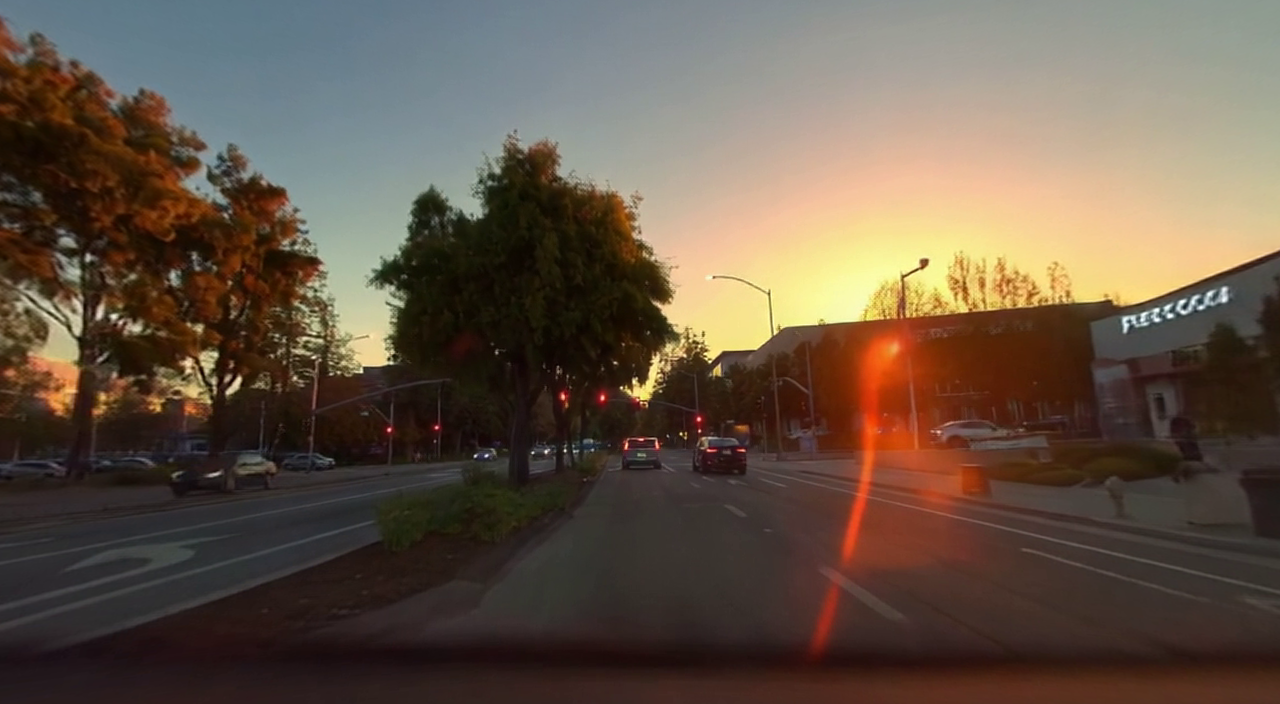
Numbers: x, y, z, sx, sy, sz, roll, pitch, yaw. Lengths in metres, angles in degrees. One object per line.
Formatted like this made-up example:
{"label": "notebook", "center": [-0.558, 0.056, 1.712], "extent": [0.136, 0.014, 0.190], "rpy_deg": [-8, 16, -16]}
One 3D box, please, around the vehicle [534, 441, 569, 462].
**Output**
{"label": "vehicle", "center": [-6.630, 7.489, 47.633], "extent": [1.954, 1.473, 4.350], "rpy_deg": [0, -8, 1]}

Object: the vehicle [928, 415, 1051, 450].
{"label": "vehicle", "center": [15.645, 3.653, 28.465], "extent": [4.344, 1.512, 1.936], "rpy_deg": [-1, -9, 6]}

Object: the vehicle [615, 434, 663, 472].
{"label": "vehicle", "center": [-0.127, 4.839, 30.528], "extent": [2.146, 1.685, 4.003], "rpy_deg": [0, -9, -2]}

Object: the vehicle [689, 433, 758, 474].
{"label": "vehicle", "center": [3.561, 4.448, 27.881], "extent": [2.198, 1.660, 4.512], "rpy_deg": [0, -9, -3]}

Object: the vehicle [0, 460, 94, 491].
{"label": "vehicle", "center": [-34.287, 6.993, 35.902], "extent": [4.508, 1.542, 1.883], "rpy_deg": [5, -10, -30]}

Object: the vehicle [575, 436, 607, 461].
{"label": "vehicle", "center": [-3.579, 7.166, 46.940], "extent": [2.106, 1.778, 4.444], "rpy_deg": [0, -9, 0]}

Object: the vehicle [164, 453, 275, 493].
{"label": "vehicle", "center": [-18.034, 5.170, 27.393], "extent": [1.832, 1.515, 4.369], "rpy_deg": [0, -9, -1]}
